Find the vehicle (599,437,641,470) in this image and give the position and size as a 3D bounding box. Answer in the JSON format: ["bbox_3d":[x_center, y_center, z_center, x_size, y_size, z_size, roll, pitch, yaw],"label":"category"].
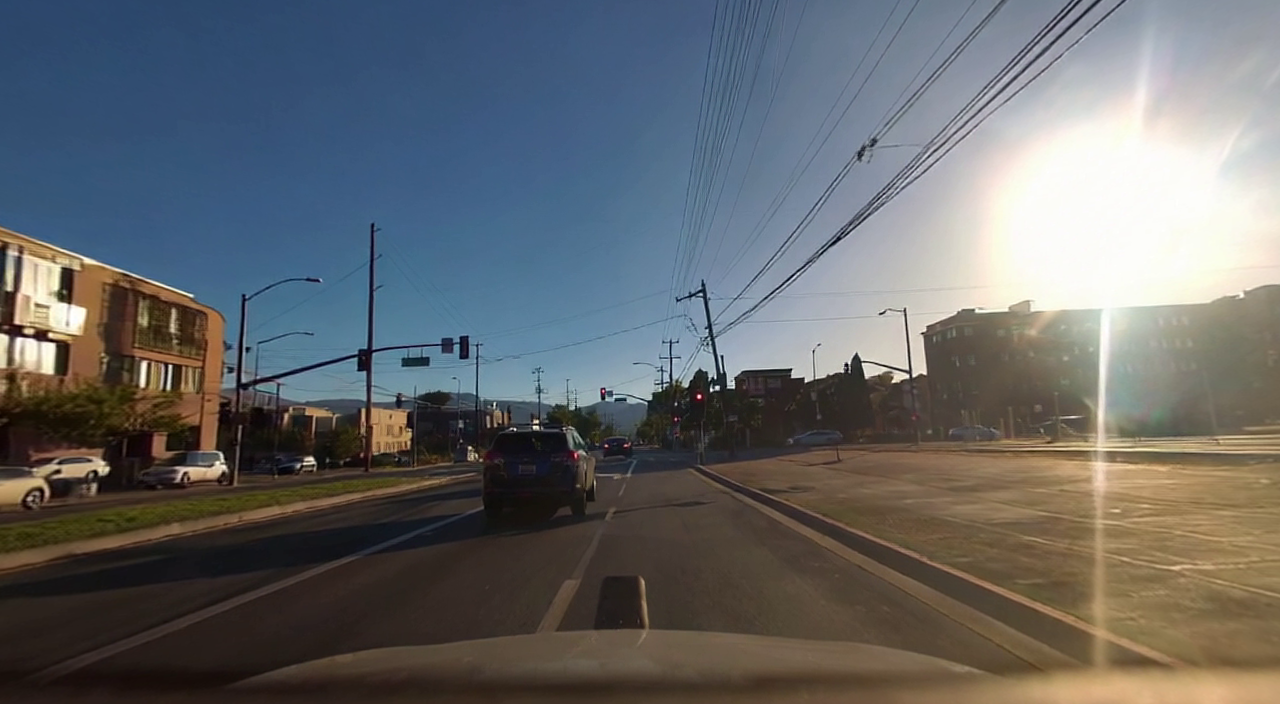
[{"bbox_3d":[-1.059,5.584,34.894,2.144,1.681,3.855,0,-9,-1],"label":"vehicle"}]

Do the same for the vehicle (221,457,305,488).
[{"bbox_3d":[-20.261,6.470,34.191,1.826,1.430,4.426,0,-9,-1],"label":"vehicle"}]

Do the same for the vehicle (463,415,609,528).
[{"bbox_3d":[-1.729,2.190,12.019,2.022,1.757,4.041,0,-9,1],"label":"vehicle"}]

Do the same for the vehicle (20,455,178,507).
[{"bbox_3d":[-20.215,4.805,23.940,1.989,1.689,4.388,0,-9,2],"label":"vehicle"}]
